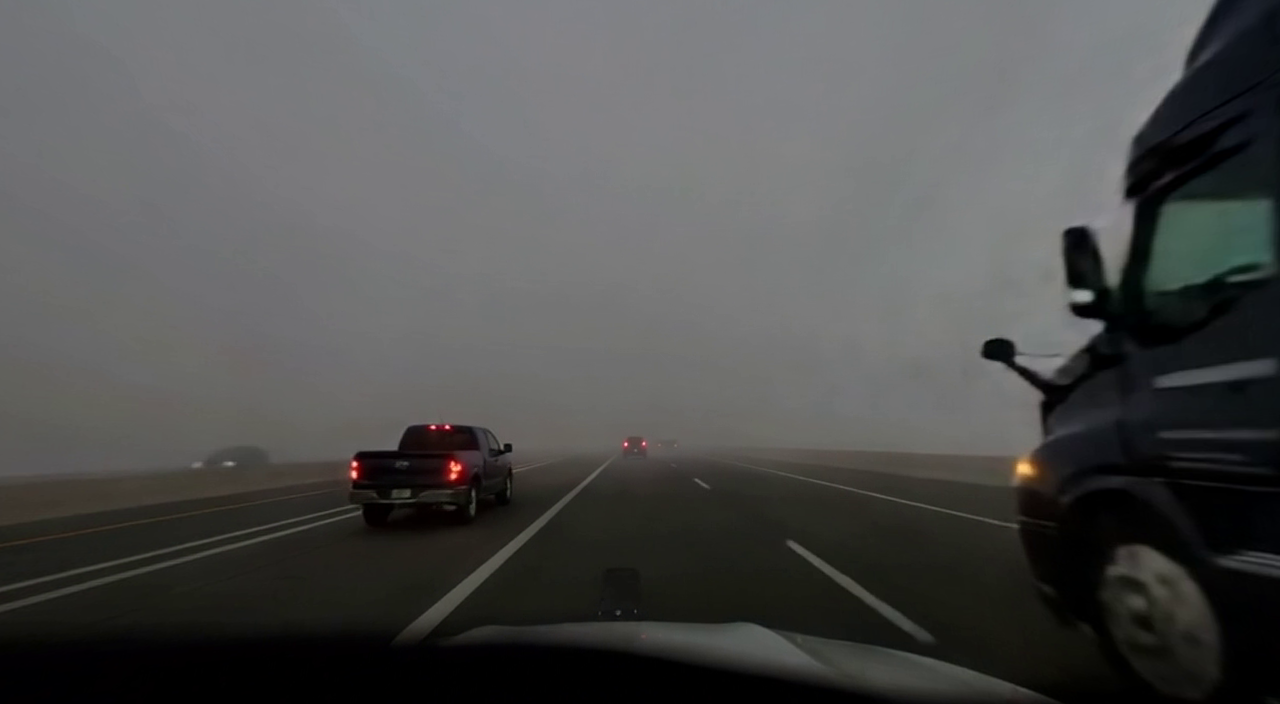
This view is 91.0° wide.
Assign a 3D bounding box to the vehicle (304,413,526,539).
[{"bbox_3d":[-3.599,2.077,11.218,2.326,1.761,4.450,-1,-8,0],"label":"vehicle"}]

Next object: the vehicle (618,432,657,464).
[{"bbox_3d":[-0.252,6.410,42.261,2.456,2.007,4.728,0,-8,-2],"label":"vehicle"}]
